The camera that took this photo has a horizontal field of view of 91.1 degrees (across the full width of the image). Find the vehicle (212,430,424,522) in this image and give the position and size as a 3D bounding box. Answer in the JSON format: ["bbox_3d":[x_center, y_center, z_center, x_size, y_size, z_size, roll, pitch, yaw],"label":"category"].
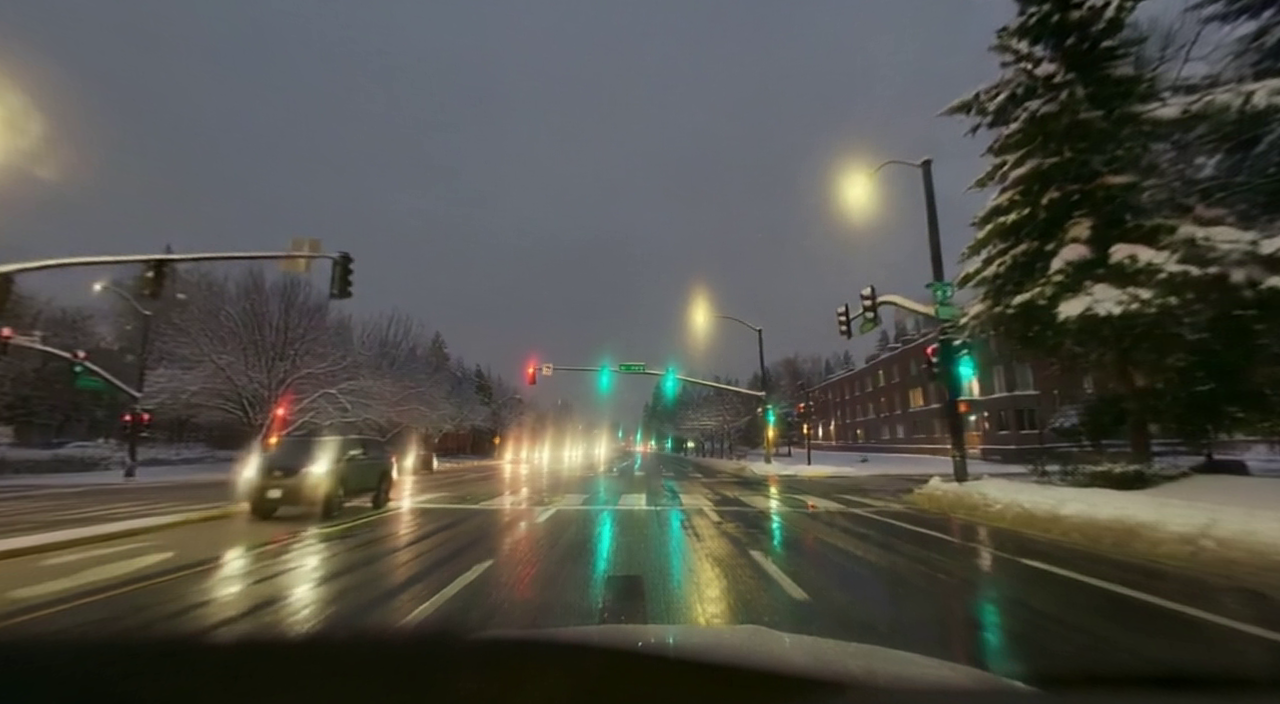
[{"bbox_3d":[-6.471,2.536,13.457,1.876,1.570,4.980,0,-9,0],"label":"vehicle"}]
